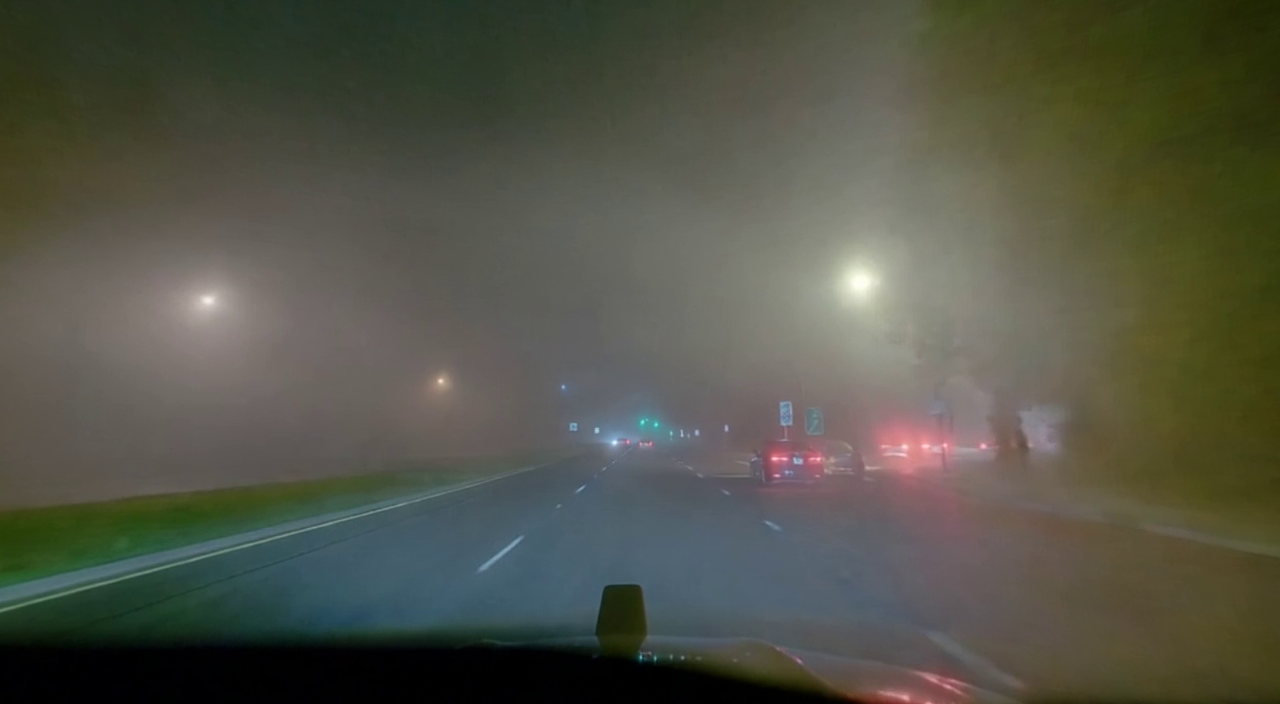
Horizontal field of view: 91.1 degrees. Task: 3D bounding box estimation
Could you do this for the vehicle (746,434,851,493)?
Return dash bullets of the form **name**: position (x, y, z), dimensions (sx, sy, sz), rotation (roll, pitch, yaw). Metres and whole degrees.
- **vehicle**: position (4.530, 3.256, 18.649), dimensions (1.913, 1.516, 4.322), rotation (0, -9, -1)
